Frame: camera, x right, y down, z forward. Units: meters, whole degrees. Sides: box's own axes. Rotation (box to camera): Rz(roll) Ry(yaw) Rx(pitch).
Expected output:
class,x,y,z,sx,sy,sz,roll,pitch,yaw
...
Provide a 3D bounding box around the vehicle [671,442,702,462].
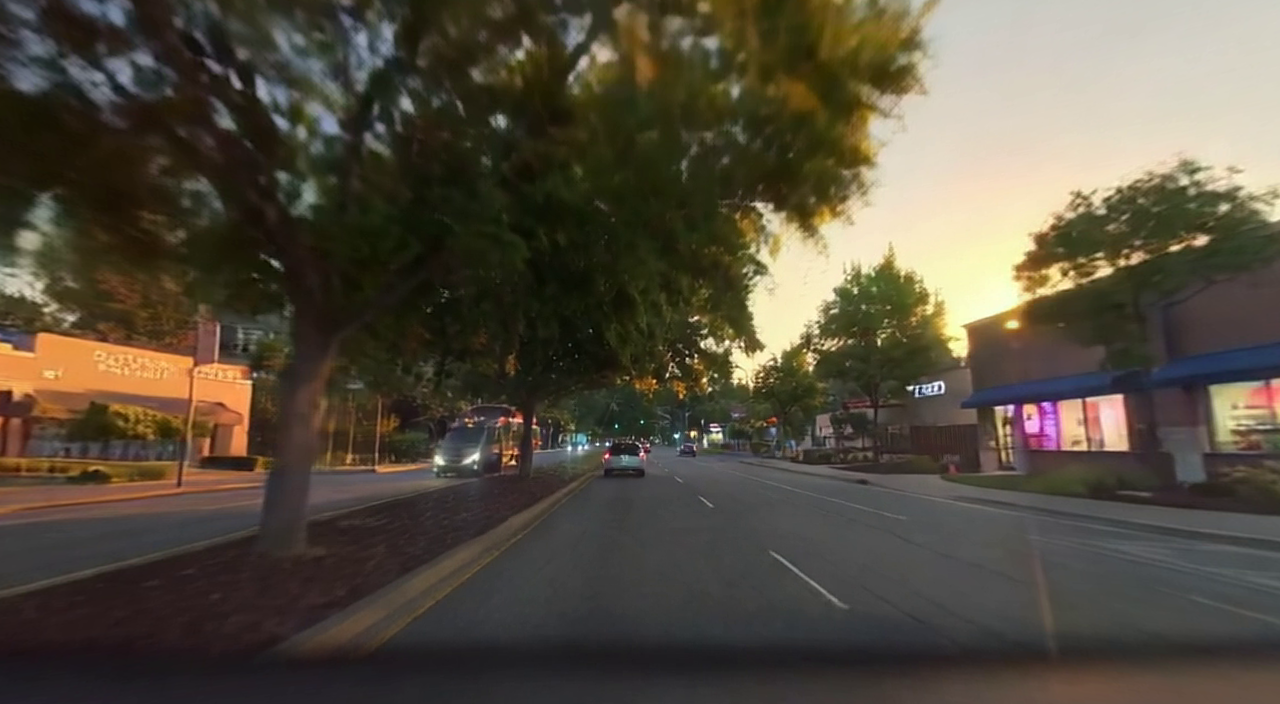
class,x,y,z,sx,sy,sz,roll,pitch,yaw
vehicle,3.519,7.678,48.482,1.910,1.474,4.003,0,-9,-2

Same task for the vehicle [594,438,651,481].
class,x,y,z,sx,sy,sz,roll,pitch,yaw
vehicle,-0.643,4.094,24.316,2.006,1.487,3.535,0,-9,0
